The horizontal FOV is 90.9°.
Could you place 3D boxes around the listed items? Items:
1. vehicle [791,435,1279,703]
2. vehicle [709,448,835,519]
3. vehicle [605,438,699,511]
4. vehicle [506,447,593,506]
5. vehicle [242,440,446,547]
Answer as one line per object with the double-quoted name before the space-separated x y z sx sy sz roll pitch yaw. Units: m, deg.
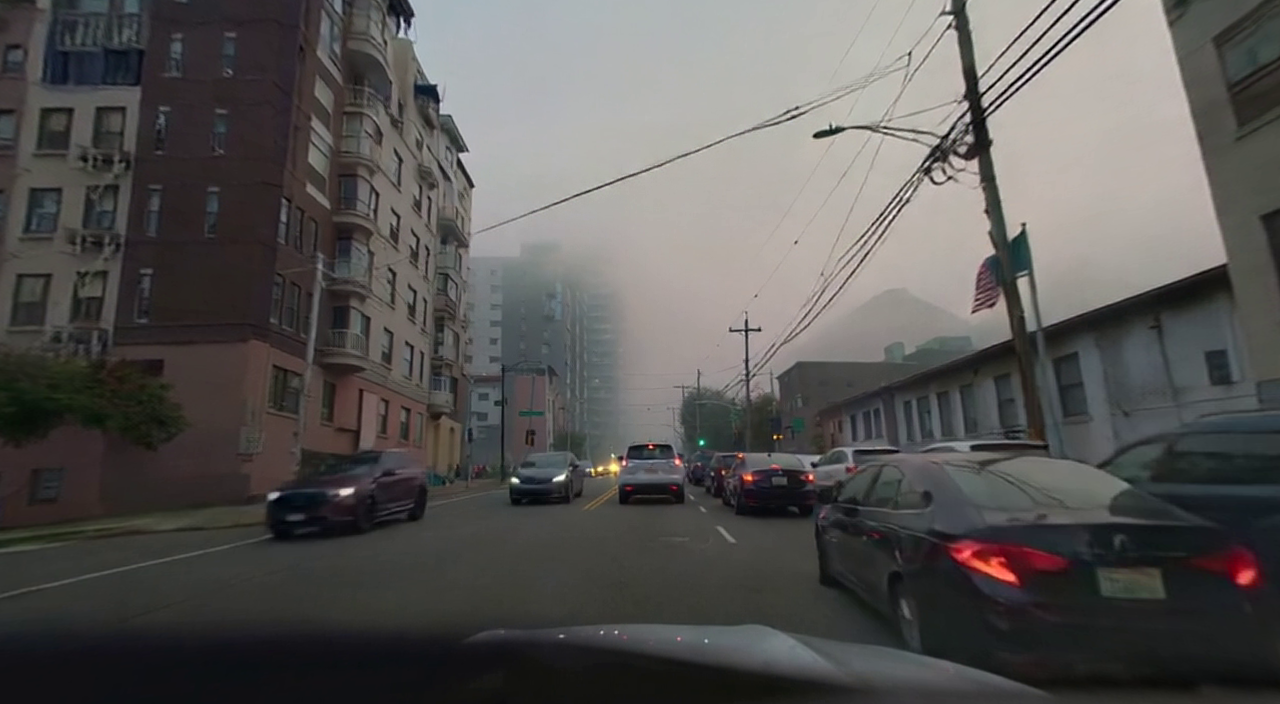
"vehicle" 2.788 1.457 5.187 2.029 1.460 4.451 0 -8 1
"vehicle" 3.112 3.205 16.060 2.116 1.487 4.988 0 -8 0
"vehicle" 0.256 3.229 17.131 2.232 1.736 4.036 0 -8 -1
"vehicle" -2.732 3.860 20.052 2.023 1.646 4.282 0 -8 2
"vehicle" -5.651 2.709 12.824 1.962 1.755 4.423 0 -8 0
